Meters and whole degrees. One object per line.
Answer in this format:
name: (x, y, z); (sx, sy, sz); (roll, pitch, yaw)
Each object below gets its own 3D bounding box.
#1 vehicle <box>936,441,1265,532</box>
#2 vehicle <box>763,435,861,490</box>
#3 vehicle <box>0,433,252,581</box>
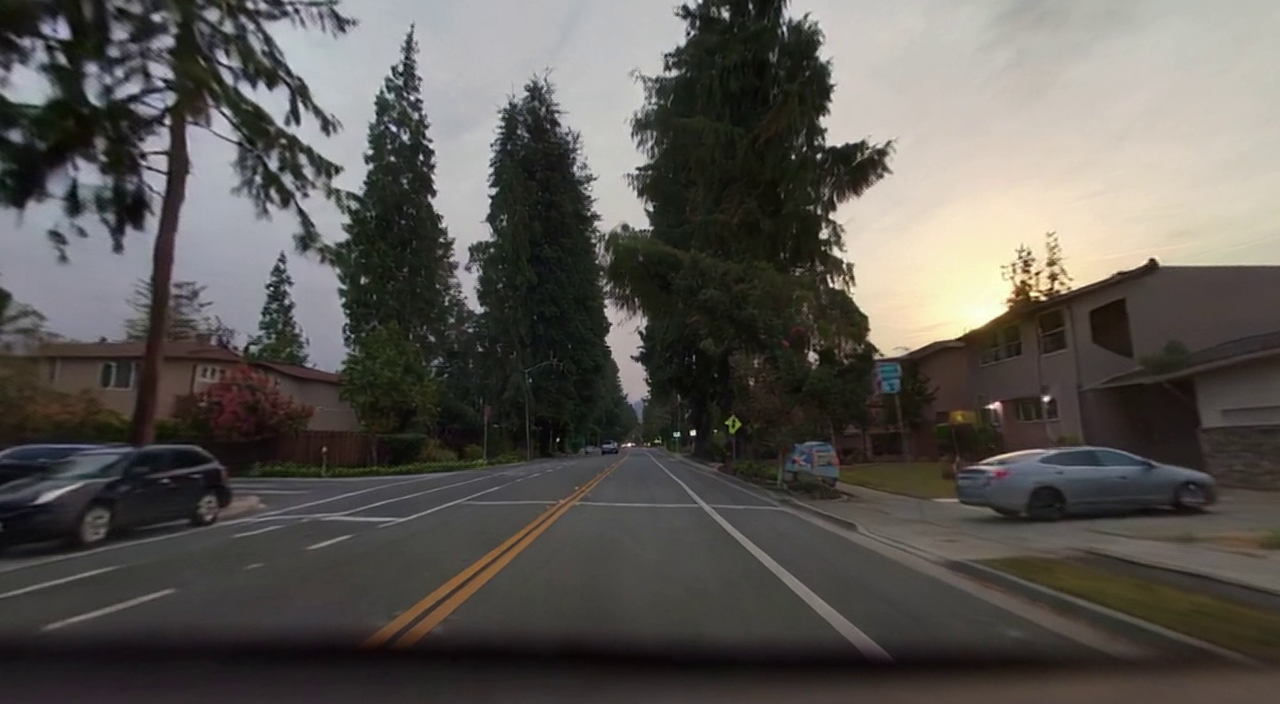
vehicle: (8.211, 2.412, 11.726); (4.438, 1.466, 1.943); (-1, -9, 9)
vehicle: (5.837, 3.810, 22.053); (2.096, 1.713, 4.606); (0, -9, -1)
vehicle: (-9.387, 2.425, 10.930); (2.181, 1.938, 4.931); (-2, -7, 0)
